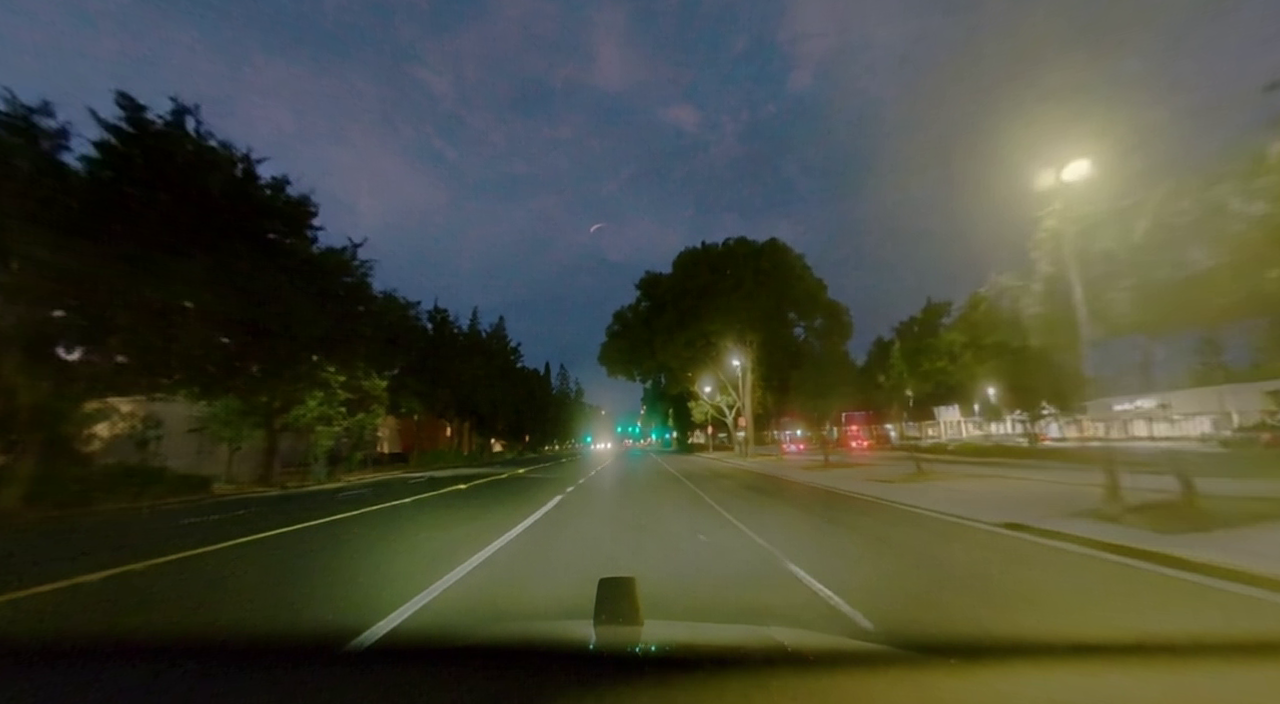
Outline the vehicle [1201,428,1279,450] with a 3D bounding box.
[{"bbox_3d":[44.679,6.411,46.874,1.826,1.461,4.516,-2,-7,-1],"label":"vehicle"}]
